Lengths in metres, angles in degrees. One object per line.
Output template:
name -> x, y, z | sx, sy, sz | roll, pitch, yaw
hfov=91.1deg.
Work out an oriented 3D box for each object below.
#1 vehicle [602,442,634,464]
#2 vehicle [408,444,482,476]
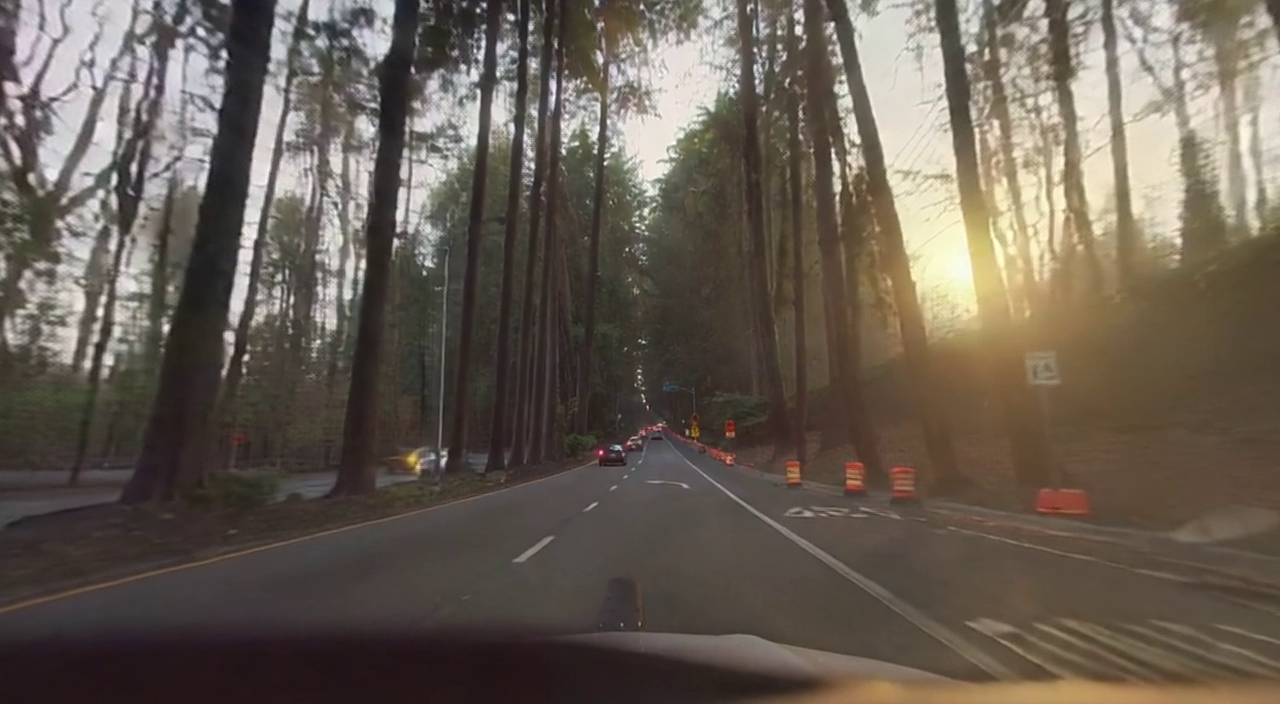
vehicle -> -1.551, 7.397, 45.893 | 2.029, 1.511, 3.922 | 0, -9, 2
vehicle -> -9.640, 5.365, 31.450 | 1.953, 1.471, 4.670 | 0, -9, 4
